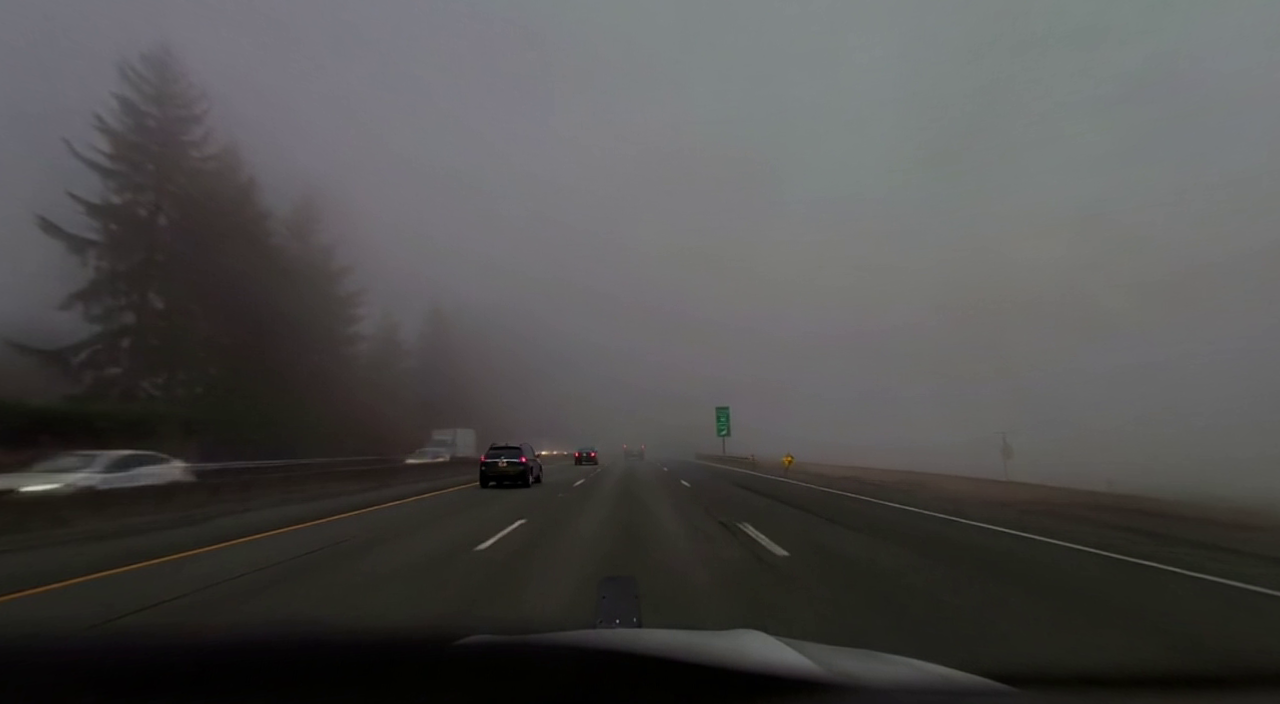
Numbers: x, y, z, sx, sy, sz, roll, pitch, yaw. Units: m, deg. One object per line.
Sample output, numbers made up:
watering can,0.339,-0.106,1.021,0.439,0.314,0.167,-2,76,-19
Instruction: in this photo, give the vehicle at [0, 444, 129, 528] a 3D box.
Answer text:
vehicle,-13.108,2.650,12.530,1.955,1.557,4.567,-1,-9,-1

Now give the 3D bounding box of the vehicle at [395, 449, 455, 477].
vehicle,-12.457,6.408,36.563,1.914,1.490,4.545,0,-9,0

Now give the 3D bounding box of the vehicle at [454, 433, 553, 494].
vehicle,-4.123,3.454,19.753,2.151,1.693,4.201,-1,-9,1
